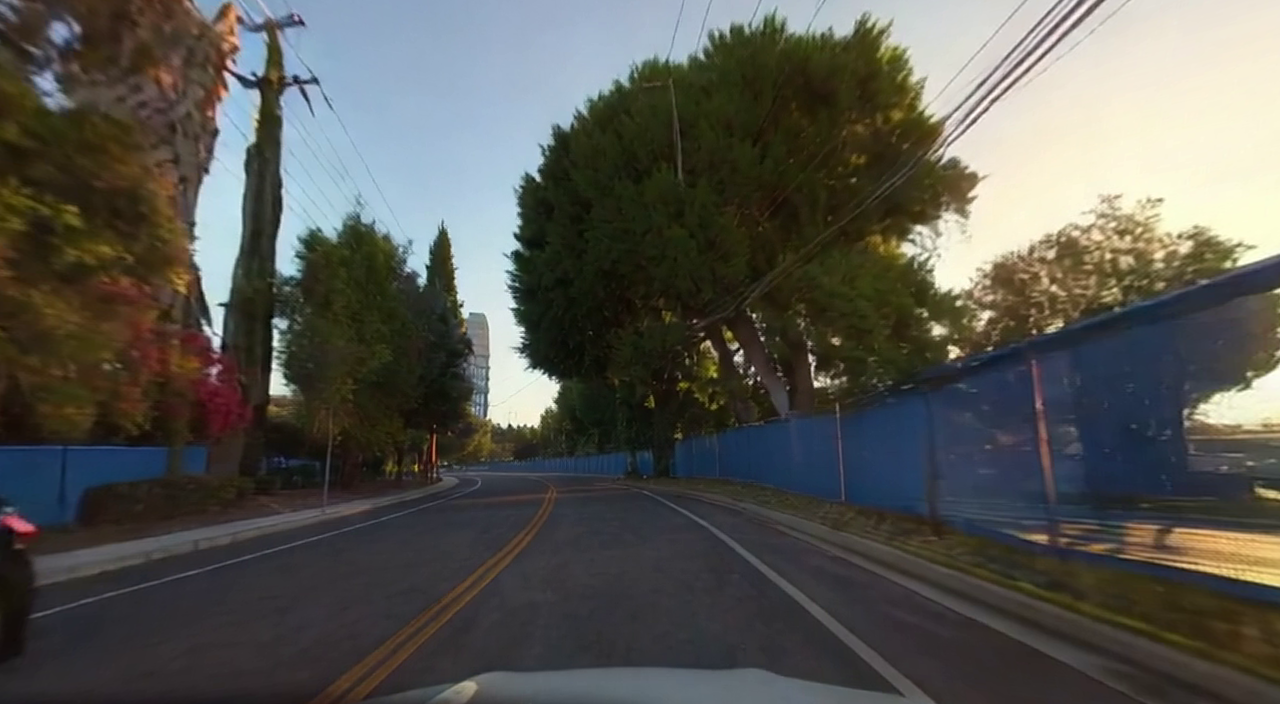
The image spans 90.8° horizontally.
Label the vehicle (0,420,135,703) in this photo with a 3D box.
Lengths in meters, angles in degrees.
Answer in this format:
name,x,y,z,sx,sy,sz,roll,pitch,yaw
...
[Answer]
name,x,y,z,sx,sy,sz,roll,pitch,yaw
vehicle,-4.081,0.847,1.477,2.034,1.479,4.521,0,-9,0
